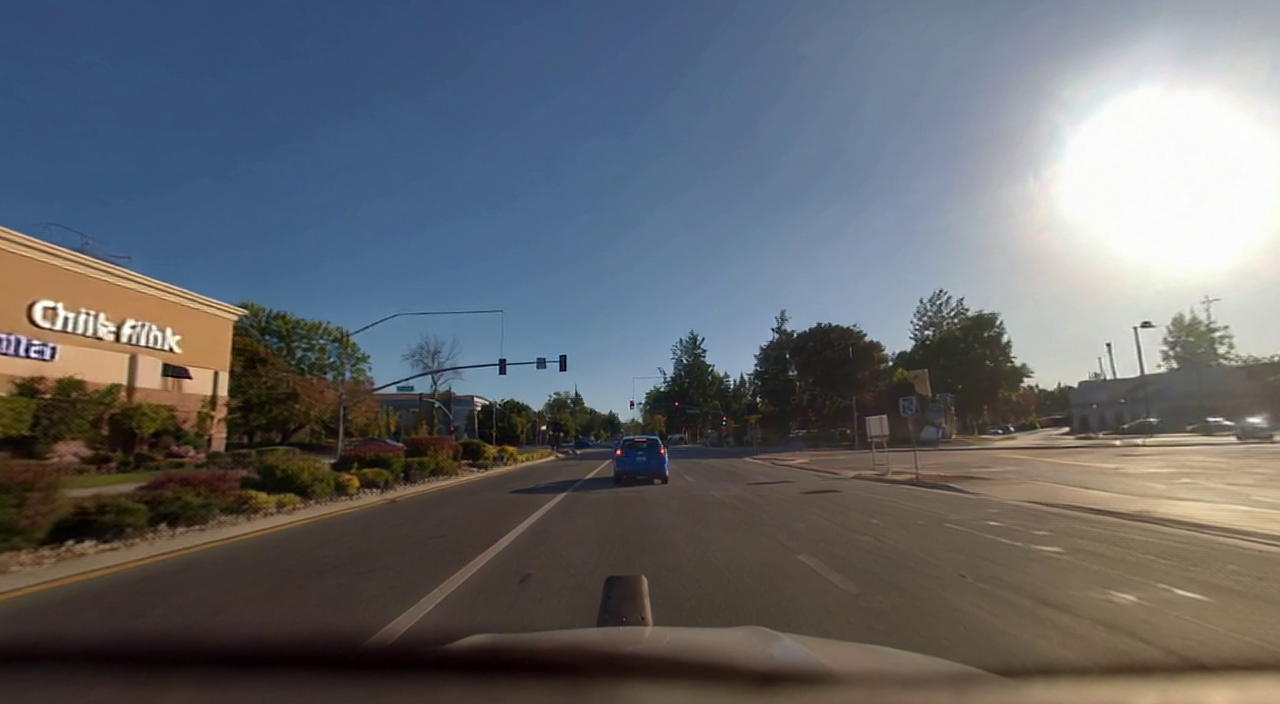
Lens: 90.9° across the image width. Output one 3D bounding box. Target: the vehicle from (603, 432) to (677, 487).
[{"bbox_3d":[-0.049,3.288,19.651,2.028,1.478,4.545,0,-8,-1],"label":"vehicle"}]
